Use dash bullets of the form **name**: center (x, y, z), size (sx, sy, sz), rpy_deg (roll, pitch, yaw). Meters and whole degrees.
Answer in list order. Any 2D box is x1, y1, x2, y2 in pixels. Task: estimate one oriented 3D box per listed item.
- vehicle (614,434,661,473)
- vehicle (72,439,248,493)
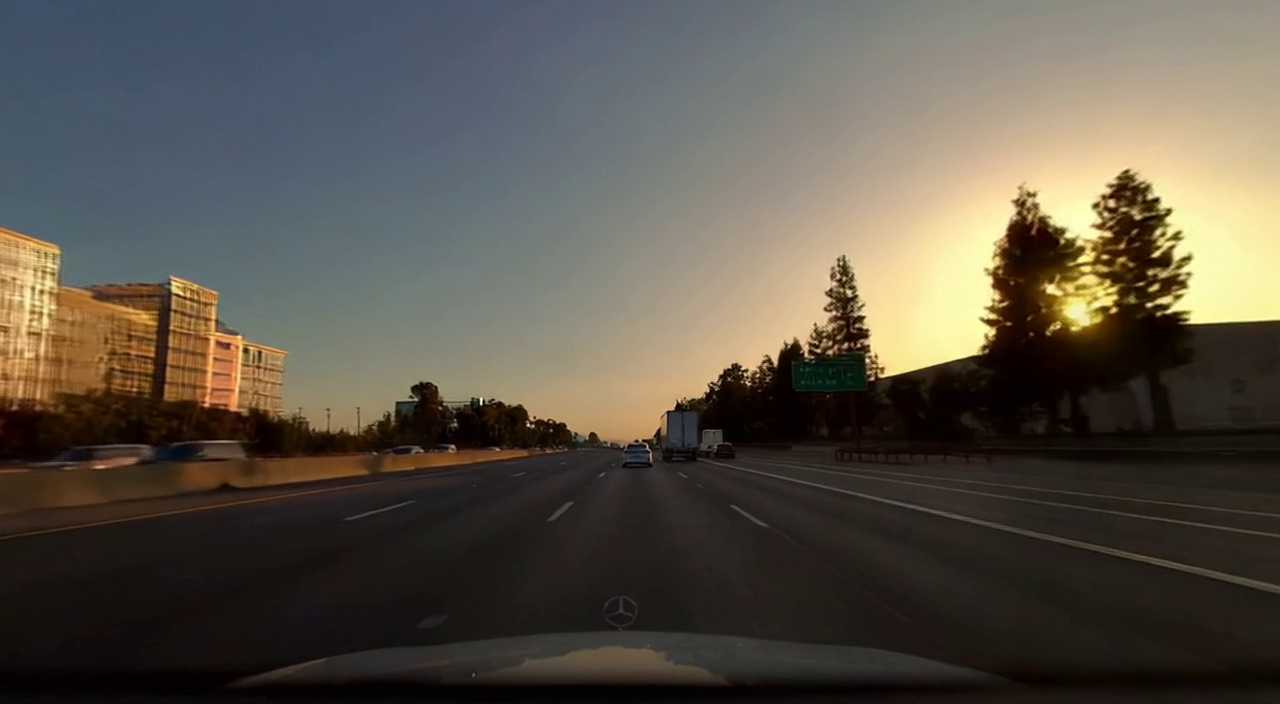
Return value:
- **vehicle**: center (-0.171, 5.375, 33.621), size (2.297, 1.912, 4.355), rpy_deg (0, -8, -1)
- **vehicle**: center (-17.907, 4.256, 24.091), size (2.226, 1.790, 5.699), rpy_deg (0, -8, 0)
